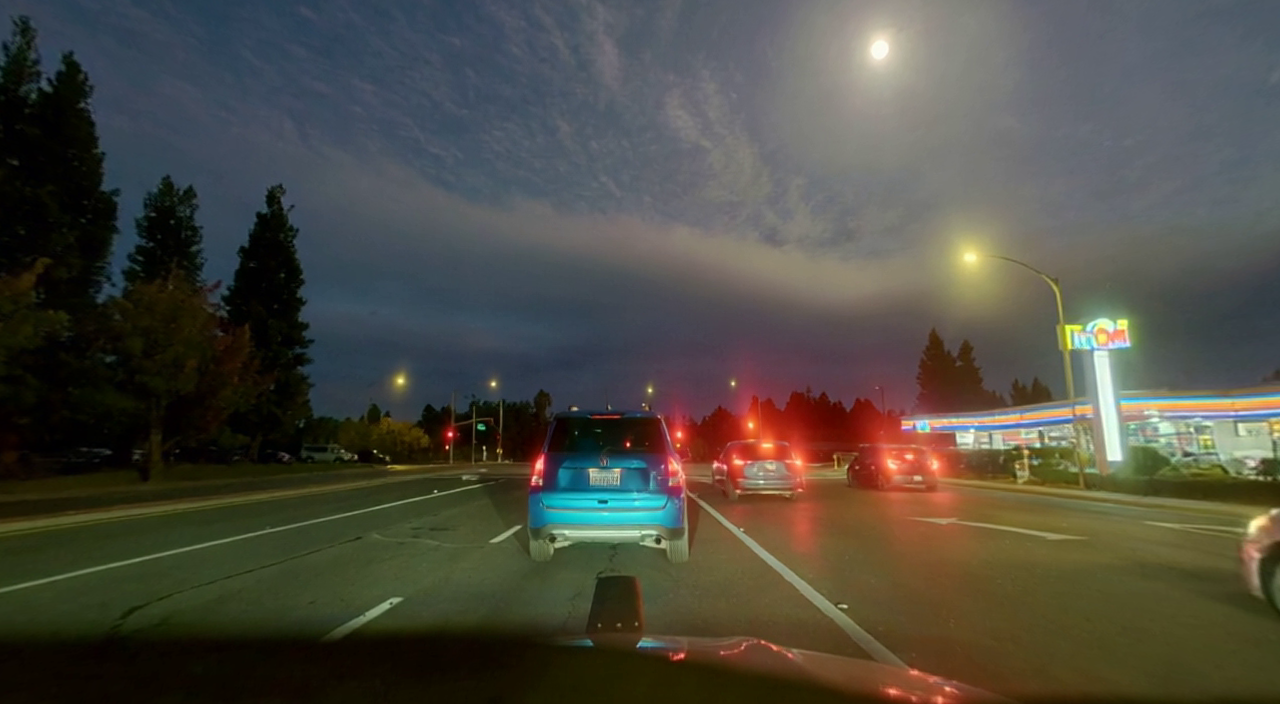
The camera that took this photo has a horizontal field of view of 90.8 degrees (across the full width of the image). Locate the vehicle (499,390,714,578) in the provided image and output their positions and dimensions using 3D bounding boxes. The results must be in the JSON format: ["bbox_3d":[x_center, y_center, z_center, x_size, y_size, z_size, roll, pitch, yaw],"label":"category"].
[{"bbox_3d":[-0.299,1.647,8.627,2.096,1.837,4.687,0,-9,1],"label":"vehicle"}]

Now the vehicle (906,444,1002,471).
[{"bbox_3d":[17.207,5.773,34.770,4.290,1.427,1.751,0,-9,2],"label":"vehicle"}]

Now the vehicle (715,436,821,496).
[{"bbox_3d":[3.670,3.378,19.119,2.098,1.555,4.778,0,-9,-1],"label":"vehicle"}]
